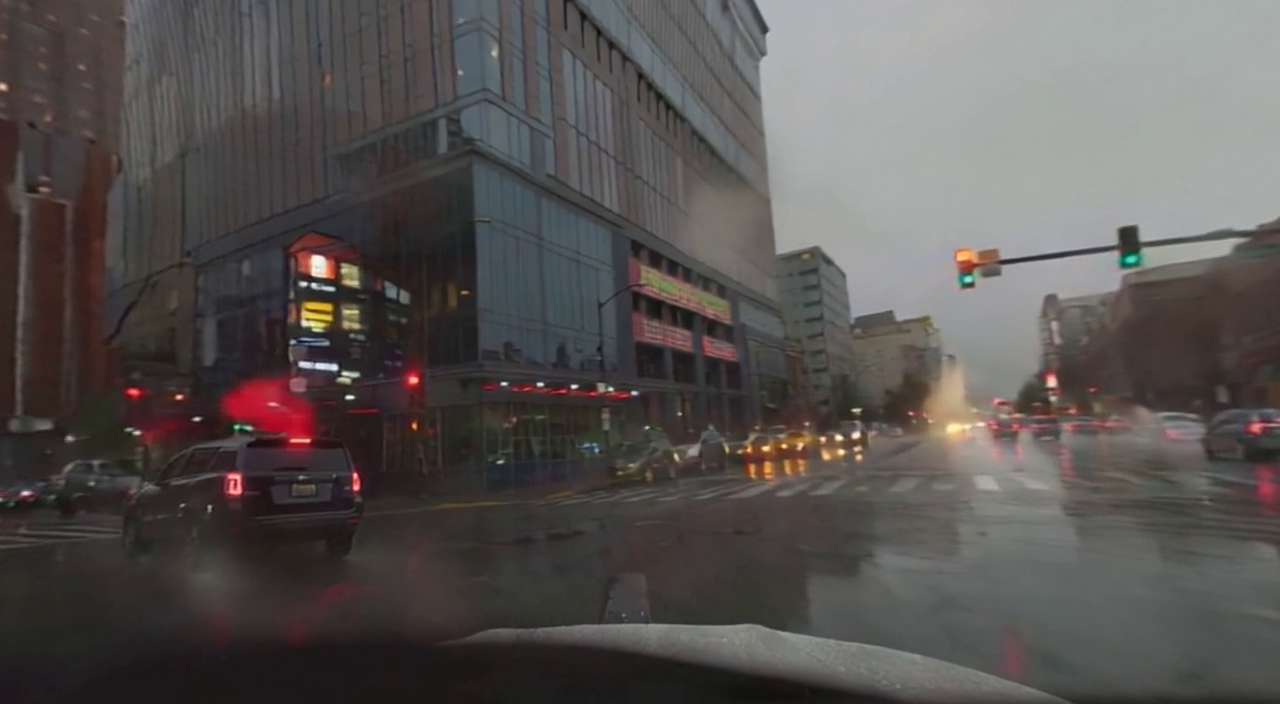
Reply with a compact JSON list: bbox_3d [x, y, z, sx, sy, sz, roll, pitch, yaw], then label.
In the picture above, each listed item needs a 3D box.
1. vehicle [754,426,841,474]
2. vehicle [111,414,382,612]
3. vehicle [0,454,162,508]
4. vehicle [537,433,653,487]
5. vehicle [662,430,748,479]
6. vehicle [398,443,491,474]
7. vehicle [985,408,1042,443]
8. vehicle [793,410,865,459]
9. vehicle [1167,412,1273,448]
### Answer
[{"bbox_3d":[5.732,3.440,22.477,2.149,1.487,4.667,-4,-9,24],"label":"vehicle"},{"bbox_3d":[-5.498,1.884,8.511,2.157,1.863,4.665,7,-11,-42],"label":"vehicle"},{"bbox_3d":[-22.103,4.875,24.460,2.060,1.732,5.462,0,-9,13],"label":"vehicle"},{"bbox_3d":[-1.457,3.847,23.065,1.993,1.708,5.219,-4,-9,24],"label":"vehicle"},{"bbox_3d":[2.422,3.616,22.597,1.931,1.561,3.882,-4,-8,23],"label":"vehicle"},{"bbox_3d":[-9.765,5.275,31.474,4.286,1.210,1.877,-3,-4,26],"label":"vehicle"},{"bbox_3d":[22.353,4.479,37.957,2.115,1.932,5.189,-4,-8,22],"label":"vehicle"},{"bbox_3d":[8.926,3.881,29.429,2.428,2.035,5.636,-4,-9,23],"label":"vehicle"},{"bbox_3d":[24.976,3.416,27.359,1.863,1.426,4.494,-4,-8,23],"label":"vehicle"}]
